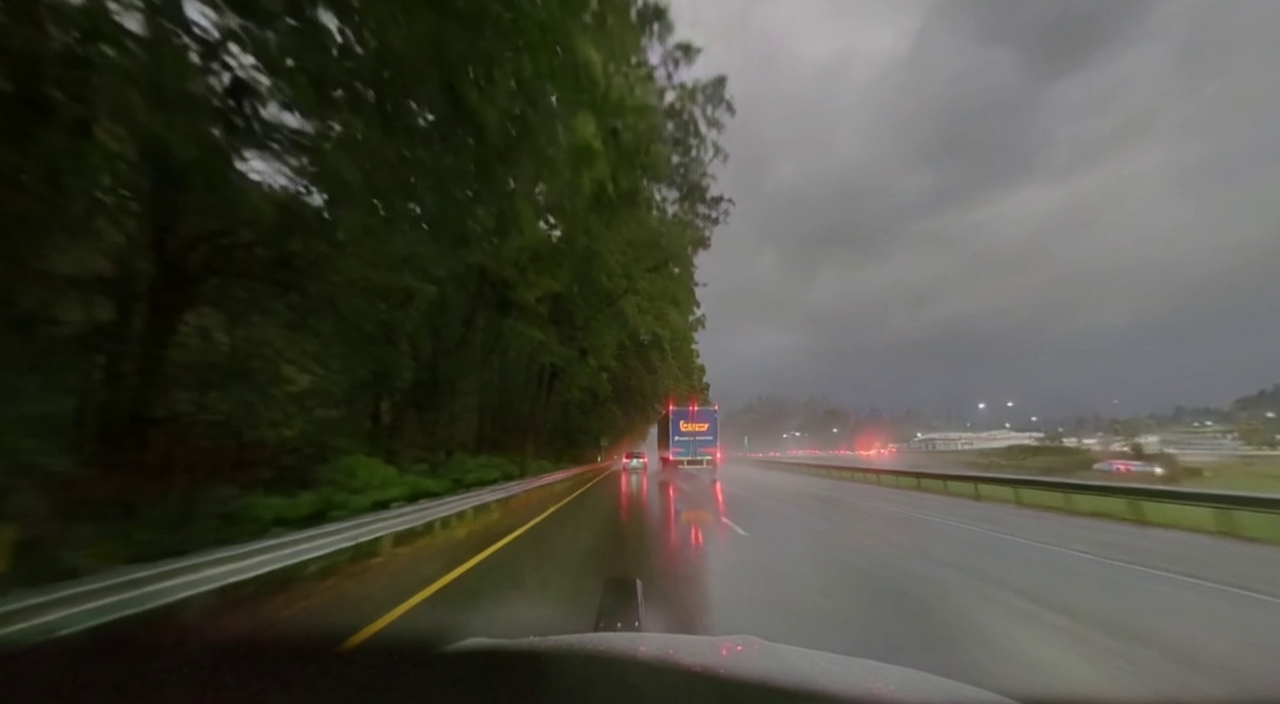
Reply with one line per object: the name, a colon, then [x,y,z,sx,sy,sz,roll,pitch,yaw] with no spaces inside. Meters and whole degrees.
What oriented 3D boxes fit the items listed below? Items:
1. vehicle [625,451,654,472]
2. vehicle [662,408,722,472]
vehicle: [-0.029,8.241,47.508,2.057,1.528,3.958,-1,-9,0]
vehicle: [3.544,6.583,46.331,3.440,4.090,11.380,0,-9,0]
